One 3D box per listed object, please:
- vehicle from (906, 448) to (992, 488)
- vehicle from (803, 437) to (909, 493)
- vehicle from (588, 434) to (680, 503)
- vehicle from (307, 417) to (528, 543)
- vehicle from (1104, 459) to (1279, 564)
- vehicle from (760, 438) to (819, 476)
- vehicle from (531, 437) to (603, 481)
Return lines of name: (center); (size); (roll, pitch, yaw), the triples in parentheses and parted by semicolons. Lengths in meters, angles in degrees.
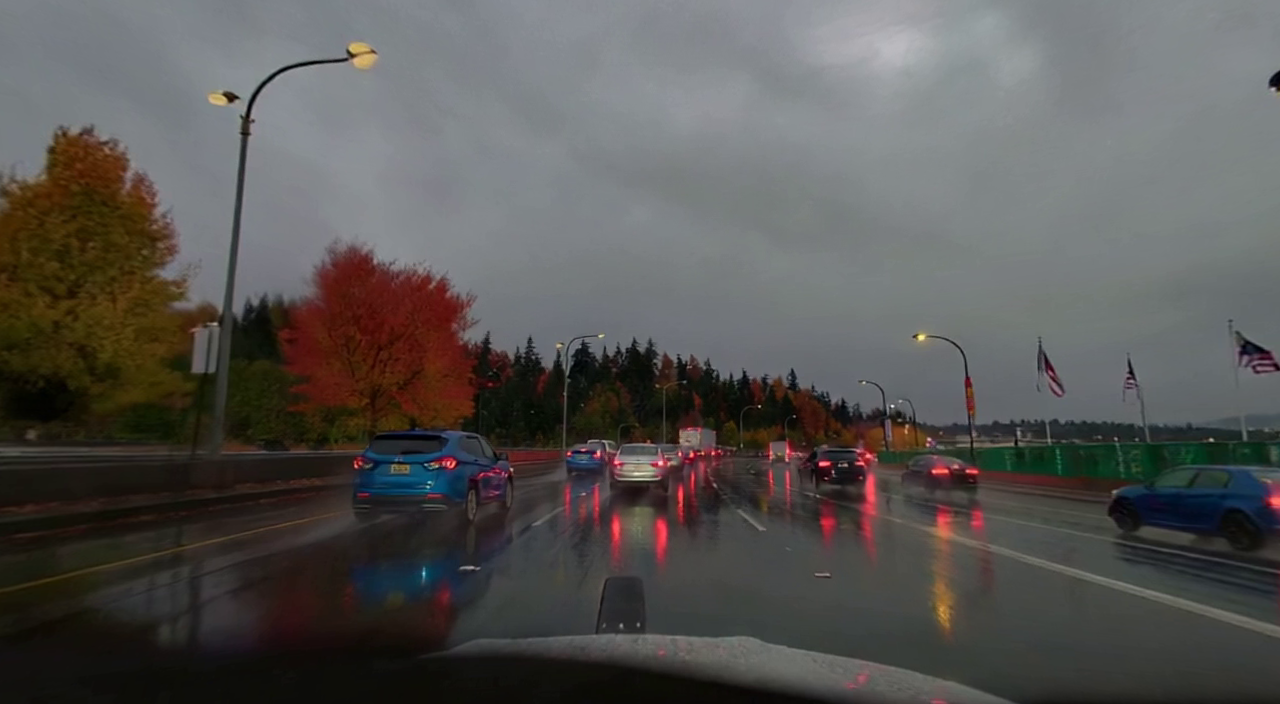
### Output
vehicle: (14.929, 5.600, 30.732); (2.087, 1.745, 4.673); (0, -9, 4)
vehicle: (6.644, 3.506, 19.930); (1.944, 1.544, 4.301); (0, -9, 1)
vehicle: (-0.053, 2.963, 16.411); (2.090, 1.506, 4.276); (0, -9, 2)
vehicle: (-3.359, 2.031, 10.590); (1.988, 1.635, 4.260); (0, -9, 2)
vehicle: (10.386, 2.639, 10.900); (1.749, 1.481, 3.808); (1, -9, 0)
vehicle: (7.403, 5.229, 31.613); (2.017, 1.746, 4.727); (0, -9, 3)
vehicle: (-2.782, 4.202, 25.059); (1.974, 1.549, 4.603); (0, -9, 5)
